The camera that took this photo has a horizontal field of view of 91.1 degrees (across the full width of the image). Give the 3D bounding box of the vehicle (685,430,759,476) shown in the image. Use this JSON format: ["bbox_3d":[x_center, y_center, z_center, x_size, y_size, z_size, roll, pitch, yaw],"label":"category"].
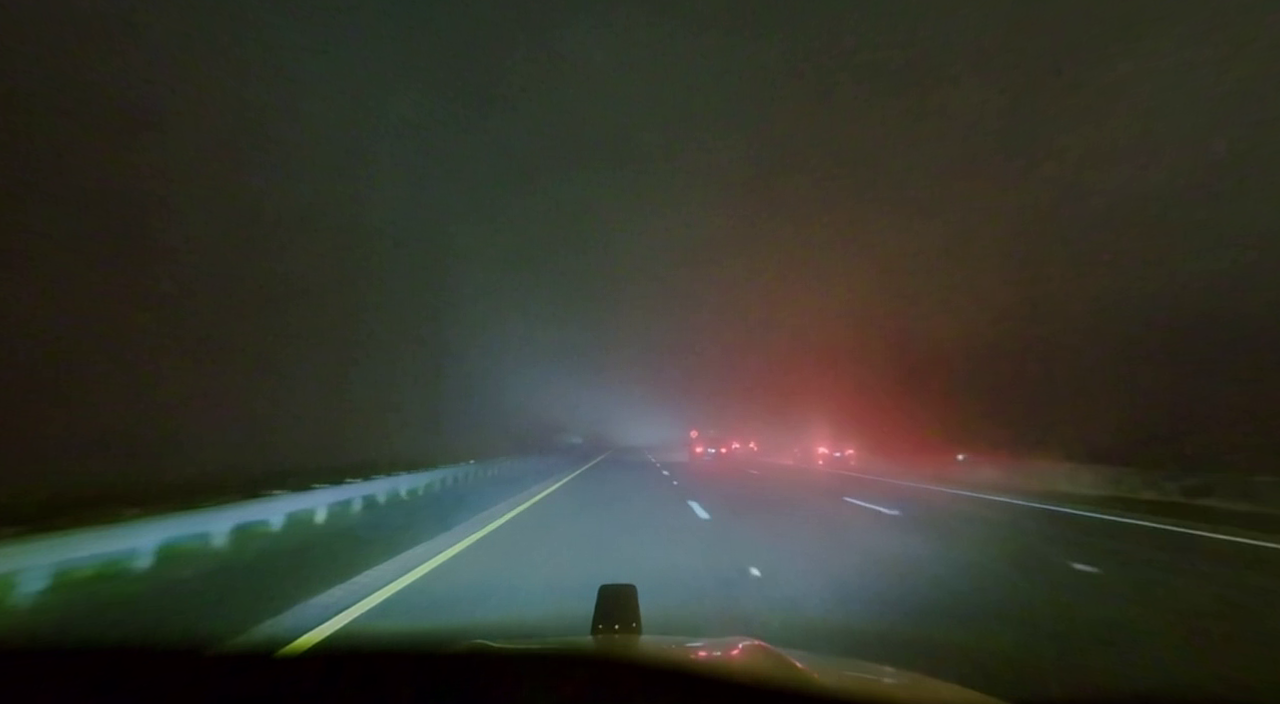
[{"bbox_3d":[2.962,3.754,23.734,2.084,1.583,4.420,0,-8,-1],"label":"vehicle"}]
